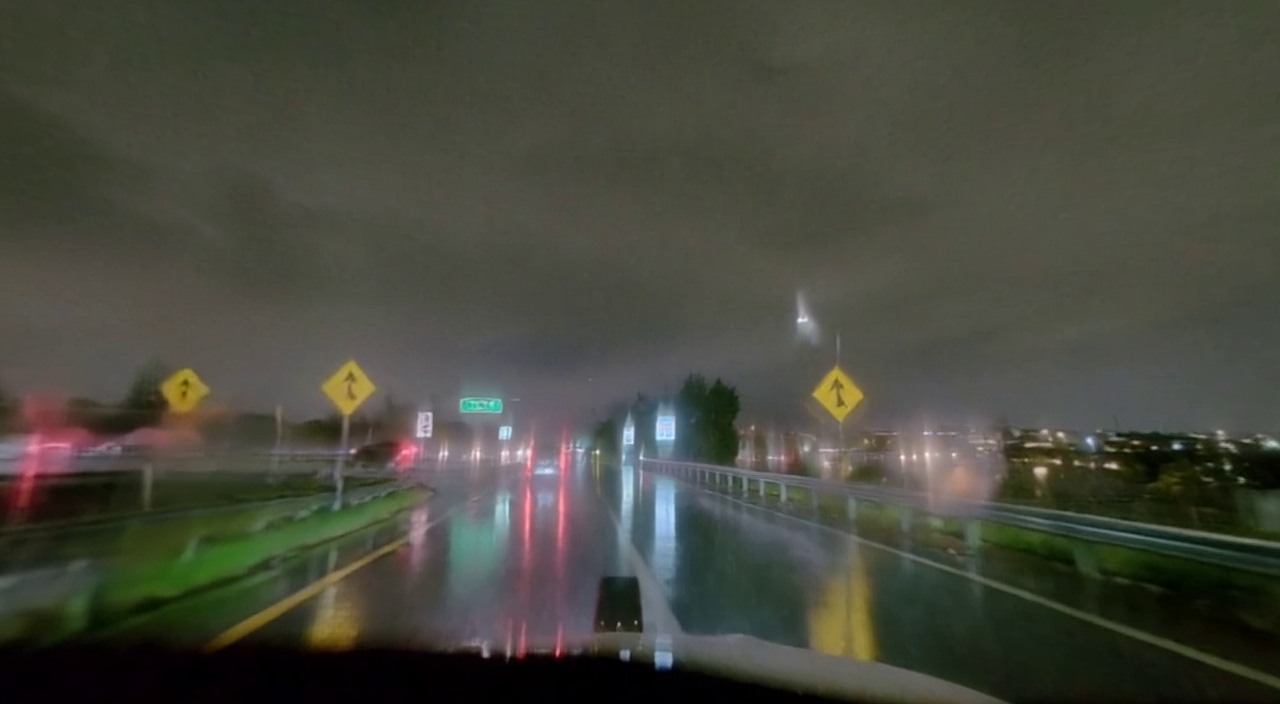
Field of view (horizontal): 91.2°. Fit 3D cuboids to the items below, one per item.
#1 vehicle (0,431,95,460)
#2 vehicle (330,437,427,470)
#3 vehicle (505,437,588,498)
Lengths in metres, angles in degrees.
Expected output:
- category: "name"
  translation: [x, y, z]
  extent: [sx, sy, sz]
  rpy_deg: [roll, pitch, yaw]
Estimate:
- category: "vehicle"
  translation: [-32.220, 5.028, 33.640]
  extent: [3.904, 1.482, 1.834]
  rpy_deg: [1, -9, -10]
- category: "vehicle"
  translation: [-12.817, 4.975, 30.704]
  extent: [4.278, 1.505, 2.018]
  rpy_deg: [-5, -10, 26]
- category: "vehicle"
  translation: [-2.593, 3.174, 17.600]
  extent: [2.006, 1.486, 3.950]
  rpy_deg: [1, -9, -8]
